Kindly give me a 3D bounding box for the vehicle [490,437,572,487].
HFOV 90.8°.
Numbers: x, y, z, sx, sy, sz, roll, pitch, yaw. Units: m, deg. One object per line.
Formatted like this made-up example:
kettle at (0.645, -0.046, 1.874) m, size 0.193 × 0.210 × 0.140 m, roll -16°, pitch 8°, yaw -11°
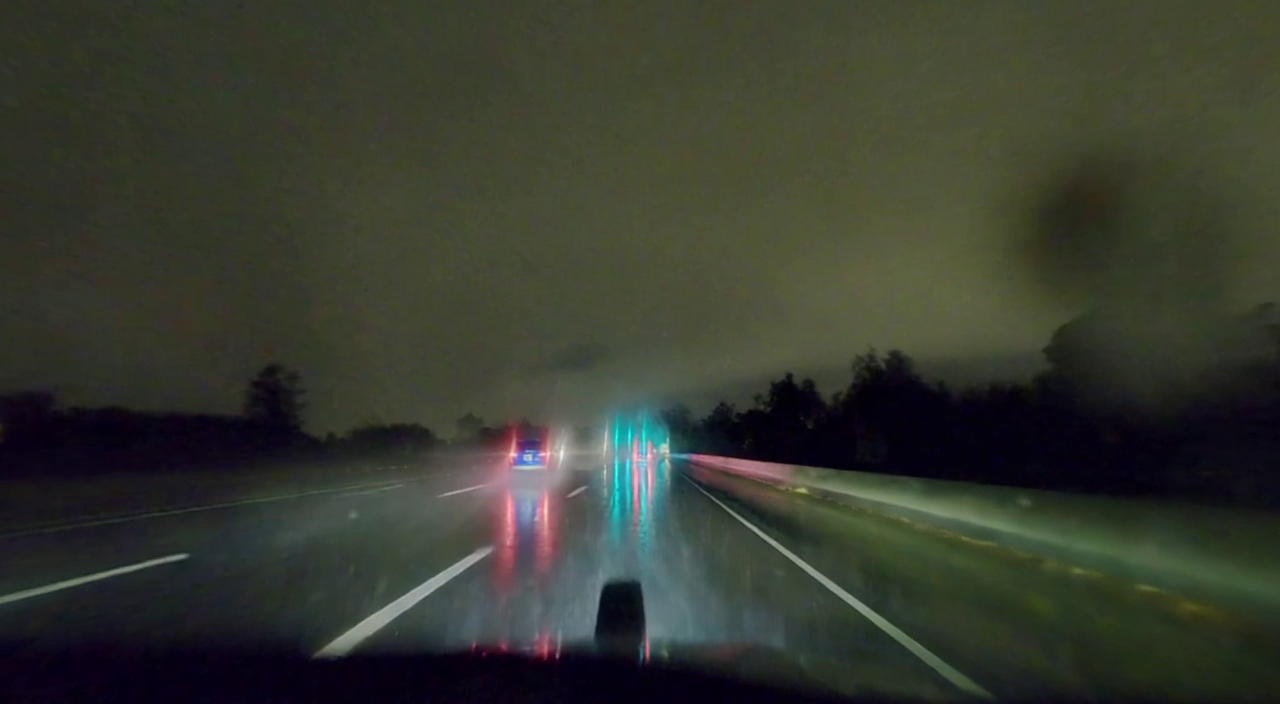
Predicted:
vehicle at (-4.150, 4.315, 25.030) m, size 2.272 × 1.759 × 5.058 m, roll 0°, pitch -9°, yaw 1°
